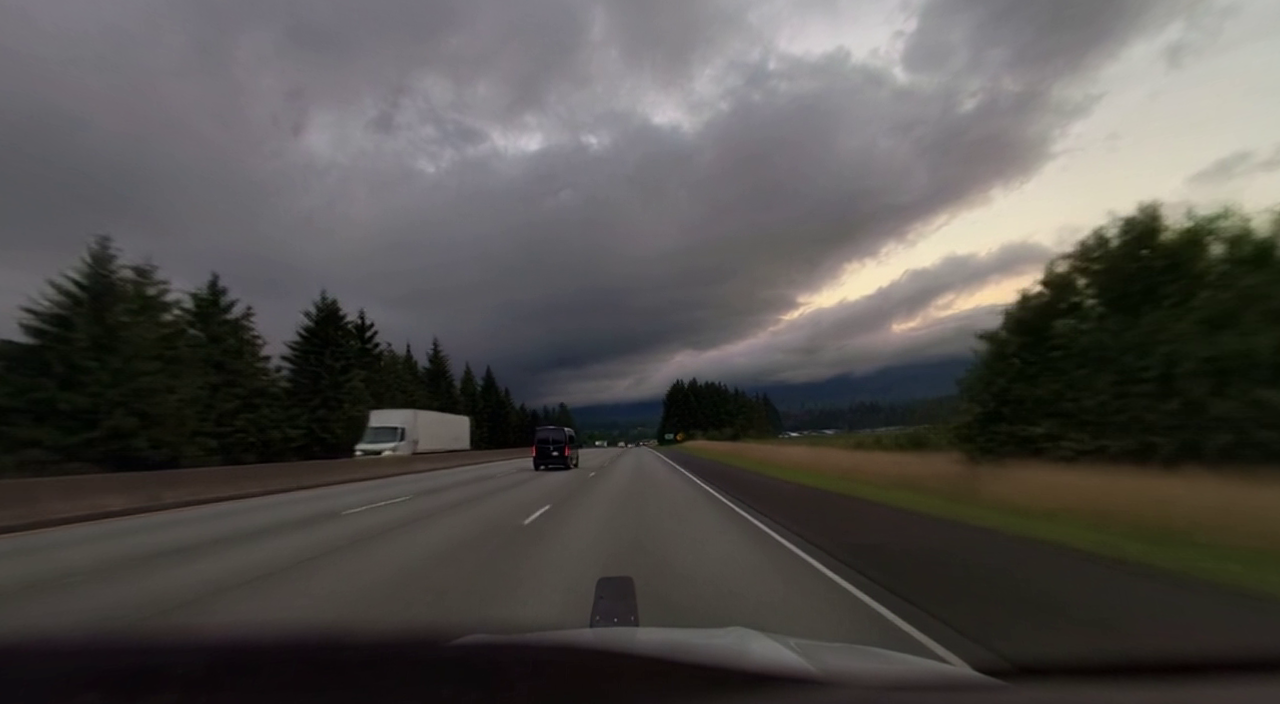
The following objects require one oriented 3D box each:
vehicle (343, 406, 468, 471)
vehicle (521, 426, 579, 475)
[{"bbox_3d":[-17.024,6.624,47.901,3.310,4.067,16.585,0,-8,-1],"label":"vehicle"},{"bbox_3d":[-4.038,4.500,29.039,1.976,2.029,4.737,-1,-8,0],"label":"vehicle"}]
